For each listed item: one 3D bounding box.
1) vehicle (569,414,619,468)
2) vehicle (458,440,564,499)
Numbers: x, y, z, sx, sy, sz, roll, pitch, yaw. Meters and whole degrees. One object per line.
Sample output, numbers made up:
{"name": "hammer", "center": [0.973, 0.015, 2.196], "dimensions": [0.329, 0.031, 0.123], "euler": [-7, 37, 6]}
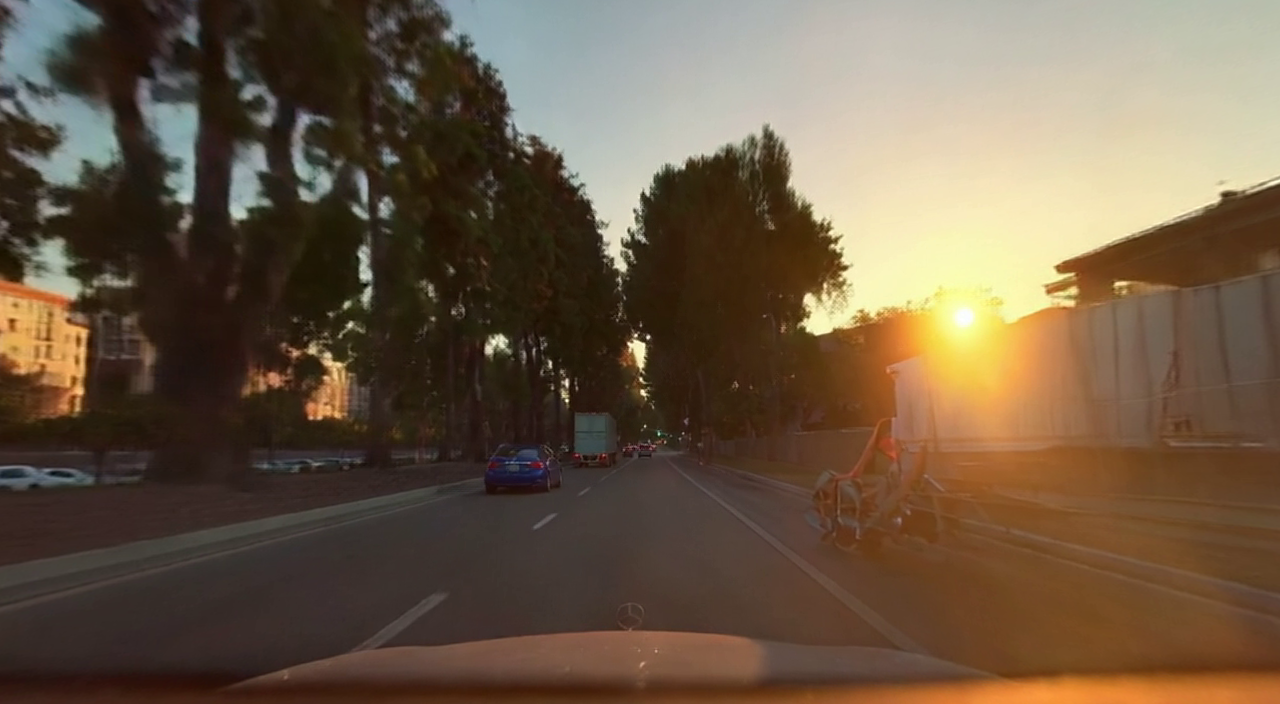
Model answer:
{"name": "vehicle", "center": [-2.953, 6.087, 43.080], "dimensions": [2.746, 3.276, 8.572], "euler": [0, -8, 0]}
{"name": "vehicle", "center": [-3.498, 3.290, 18.056], "dimensions": [2.005, 1.462, 4.345], "euler": [0, -8, 2]}
